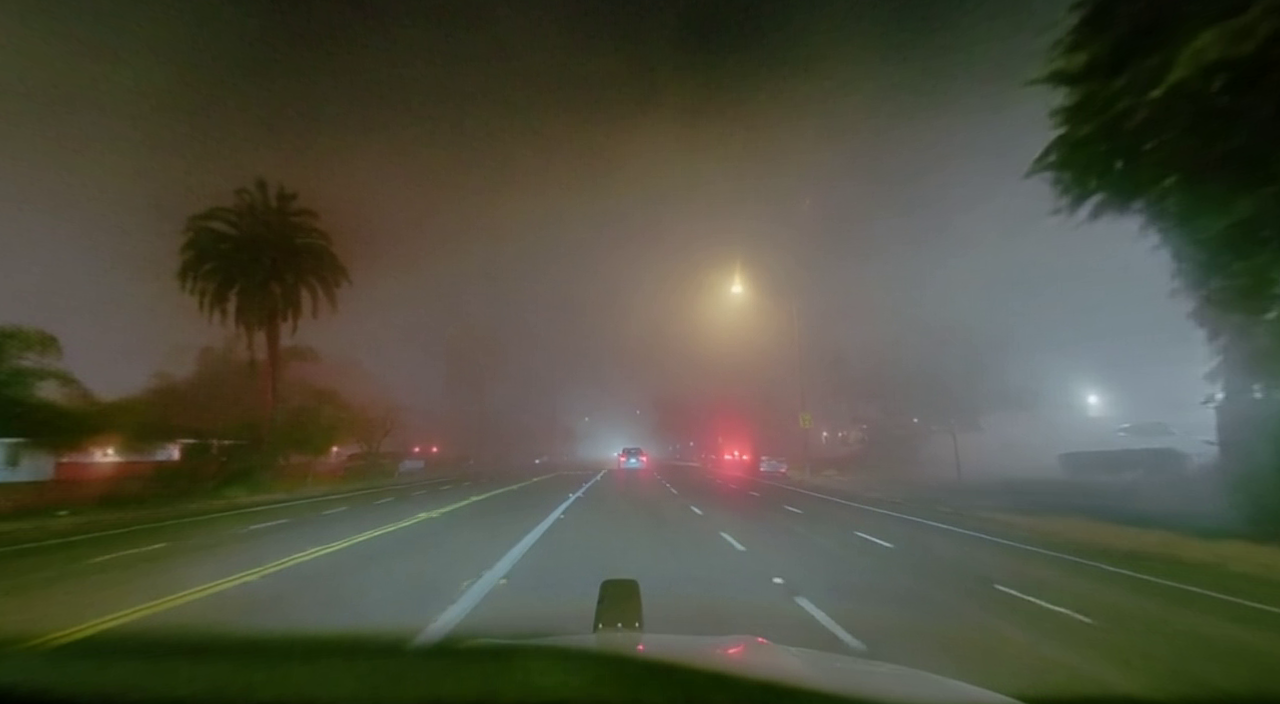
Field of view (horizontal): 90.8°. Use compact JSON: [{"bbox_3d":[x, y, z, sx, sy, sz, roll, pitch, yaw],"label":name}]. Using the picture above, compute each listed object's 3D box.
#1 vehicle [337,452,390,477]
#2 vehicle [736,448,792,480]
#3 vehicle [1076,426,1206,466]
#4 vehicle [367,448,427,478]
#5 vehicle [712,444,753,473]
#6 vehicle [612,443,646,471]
[{"bbox_3d":[-20.133,8.195,46.206,1.931,1.641,4.146,-1,-9,1],"label":"vehicle"},{"bbox_3d":[6.380,5.798,33.023,1.947,1.505,4.759,-1,-9,0],"label":"vehicle"},{"bbox_3d":[24.294,4.625,30.938,2.135,1.787,4.888,0,-9,-3],"label":"vehicle"},{"bbox_3d":[-17.479,7.964,45.742,2.185,1.993,5.054,-1,-9,3],"label":"vehicle"},{"bbox_3d":[6.334,7.337,43.874,2.035,1.822,5.449,-1,-9,1],"label":"vehicle"},{"bbox_3d":[-0.802,7.301,44.238,2.248,1.833,4.798,0,-9,-2],"label":"vehicle"}]
